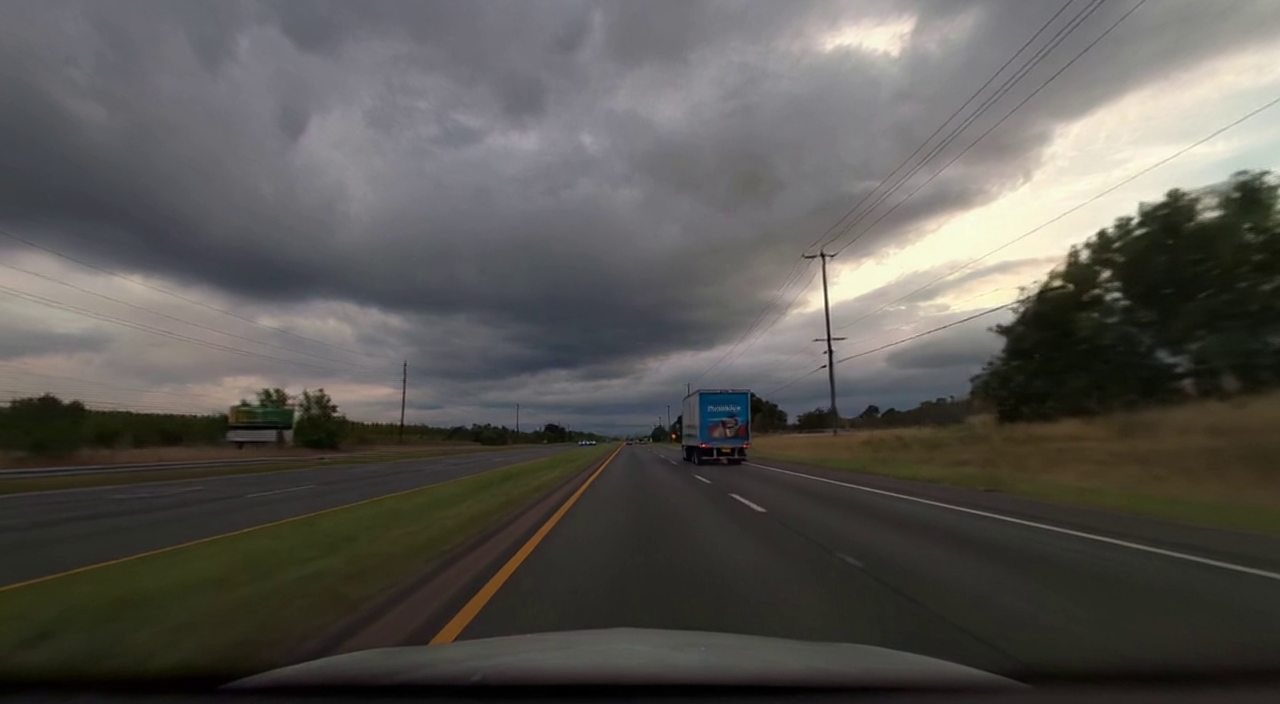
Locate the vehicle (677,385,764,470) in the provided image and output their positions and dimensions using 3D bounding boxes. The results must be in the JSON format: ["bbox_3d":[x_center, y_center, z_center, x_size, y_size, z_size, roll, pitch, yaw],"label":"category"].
[{"bbox_3d":[3.783,3.948,32.242,3.037,3.672,9.136,0,-8,-1],"label":"vehicle"}]
